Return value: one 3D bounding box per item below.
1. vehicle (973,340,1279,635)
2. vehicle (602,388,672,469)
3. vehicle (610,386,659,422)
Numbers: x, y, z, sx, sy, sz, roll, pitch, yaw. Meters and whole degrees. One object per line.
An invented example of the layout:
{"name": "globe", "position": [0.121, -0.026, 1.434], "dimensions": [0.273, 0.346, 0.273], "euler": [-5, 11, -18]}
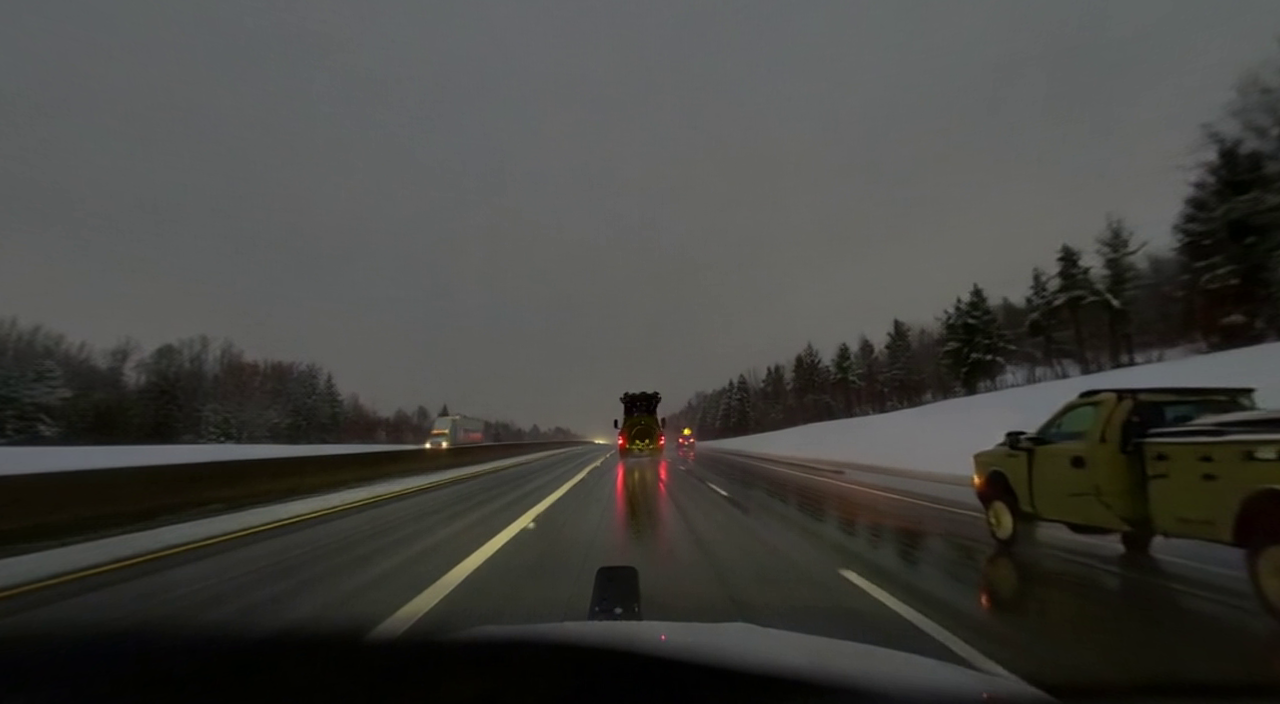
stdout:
{"name": "vehicle", "position": [5.032, 0.997, 5.058], "dimensions": [2.091, 1.829, 4.625], "euler": [0, -8, -1]}
{"name": "vehicle", "position": [-0.340, 4.032, 33.384], "dimensions": [2.953, 3.406, 13.372], "euler": [1, -7, -2]}
{"name": "vehicle", "position": [-0.236, 2.475, 29.231], "dimensions": [2.112, 1.472, 4.240], "euler": [0, -8, 0]}
